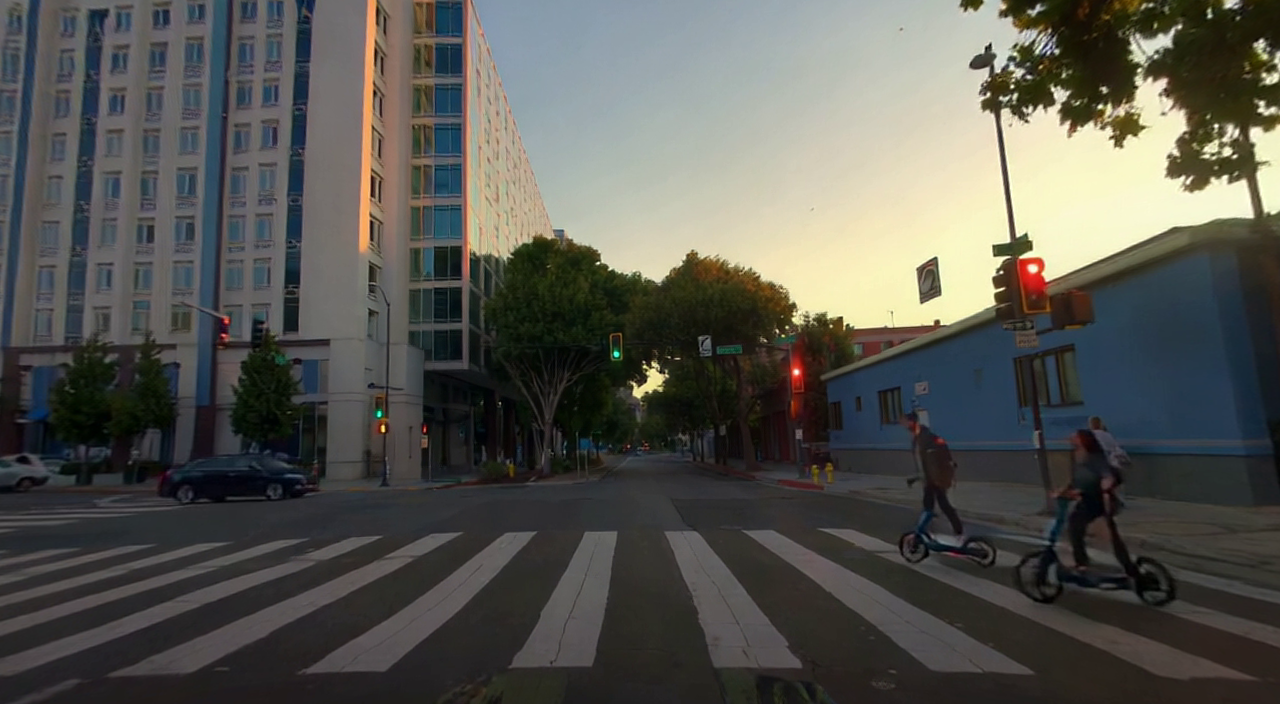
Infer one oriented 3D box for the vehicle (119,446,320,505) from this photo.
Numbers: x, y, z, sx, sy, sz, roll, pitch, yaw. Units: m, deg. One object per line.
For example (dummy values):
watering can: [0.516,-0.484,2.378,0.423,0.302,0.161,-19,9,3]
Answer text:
vehicle: [-12.749,3.752,19.537,4.641,1.616,2.051,1,-9,-11]
